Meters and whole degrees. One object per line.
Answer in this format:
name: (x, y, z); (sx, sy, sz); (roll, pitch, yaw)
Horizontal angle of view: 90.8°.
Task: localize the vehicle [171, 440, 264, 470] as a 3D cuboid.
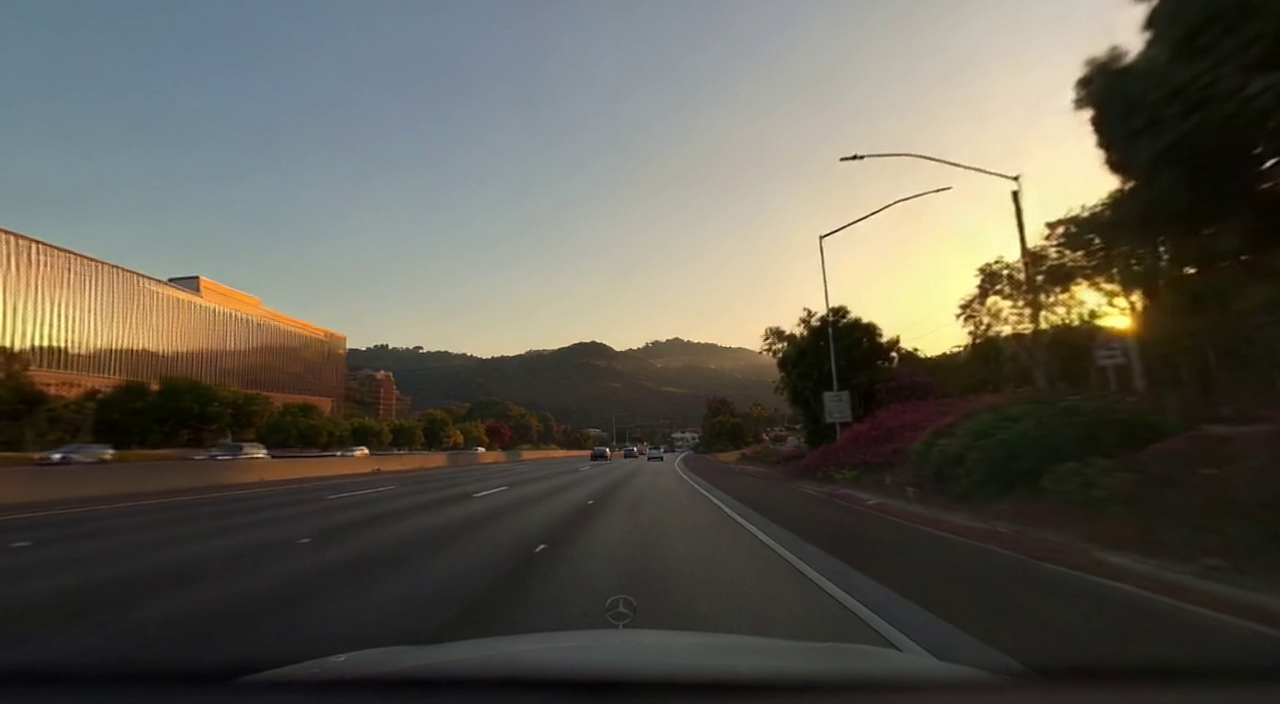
vehicle: (-23.148, 5.651, 34.831); (1.843, 1.490, 4.410); (0, -8, 4)
